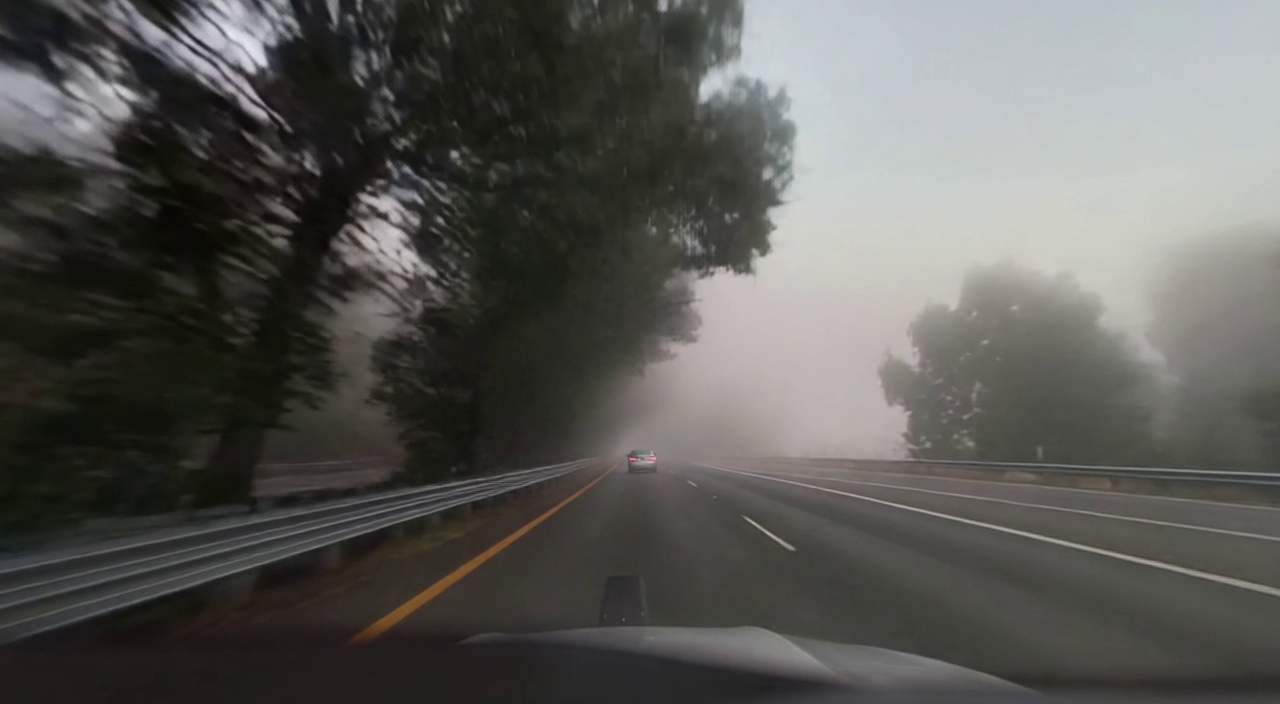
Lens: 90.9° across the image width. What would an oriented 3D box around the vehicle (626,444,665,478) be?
[{"bbox_3d":[0.256,5.802,33.753,1.987,1.658,3.620,0,-9,-1],"label":"vehicle"}]
